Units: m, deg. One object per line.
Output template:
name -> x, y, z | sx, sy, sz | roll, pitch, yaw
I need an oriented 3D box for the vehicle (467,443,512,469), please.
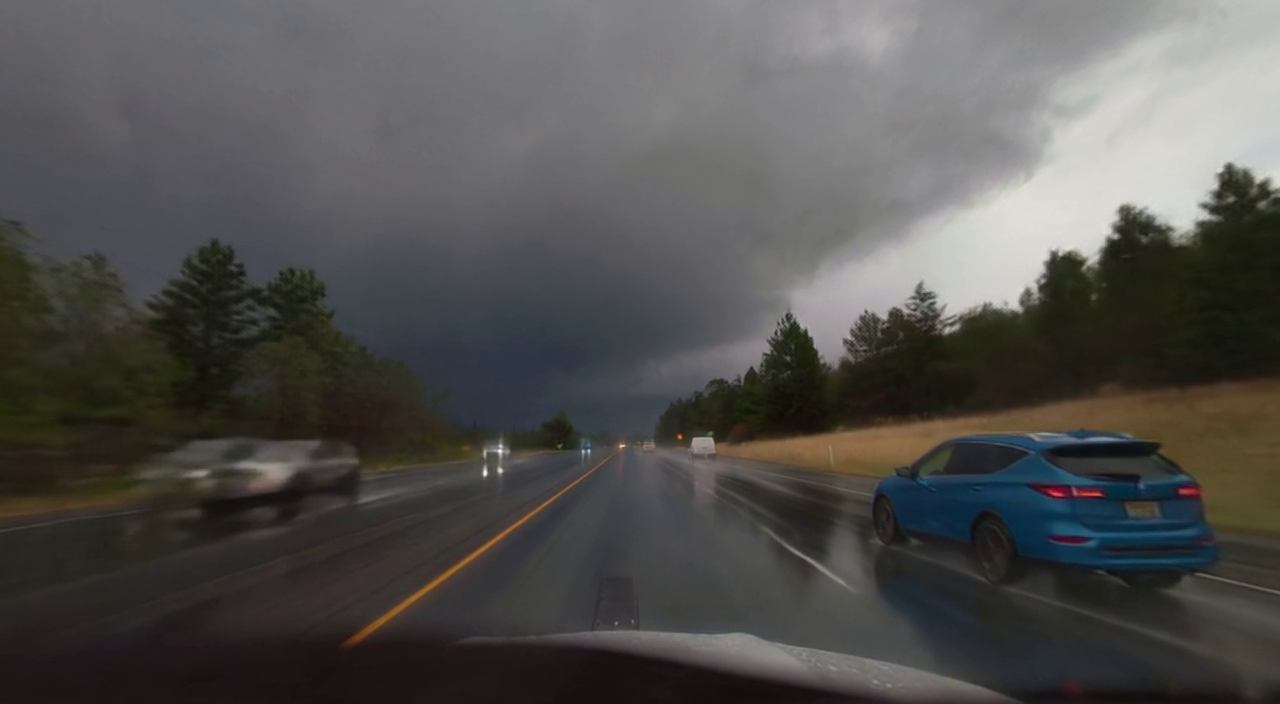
vehicle -> -11.263, 7.791, 47.526 | 2.323, 1.799, 4.546 | 0, -8, 0

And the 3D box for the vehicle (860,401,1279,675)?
vehicle -> 3.802, 1.331, 5.692 | 1.999, 1.501, 4.221 | 0, -8, -1

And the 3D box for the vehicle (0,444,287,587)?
vehicle -> -7.423, 2.130, 9.173 | 1.993, 1.508, 4.492 | 0, -8, -1

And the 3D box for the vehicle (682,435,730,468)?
vehicle -> 3.500, 5.383, 34.319 | 2.043, 1.673, 4.016 | 0, -8, -2
